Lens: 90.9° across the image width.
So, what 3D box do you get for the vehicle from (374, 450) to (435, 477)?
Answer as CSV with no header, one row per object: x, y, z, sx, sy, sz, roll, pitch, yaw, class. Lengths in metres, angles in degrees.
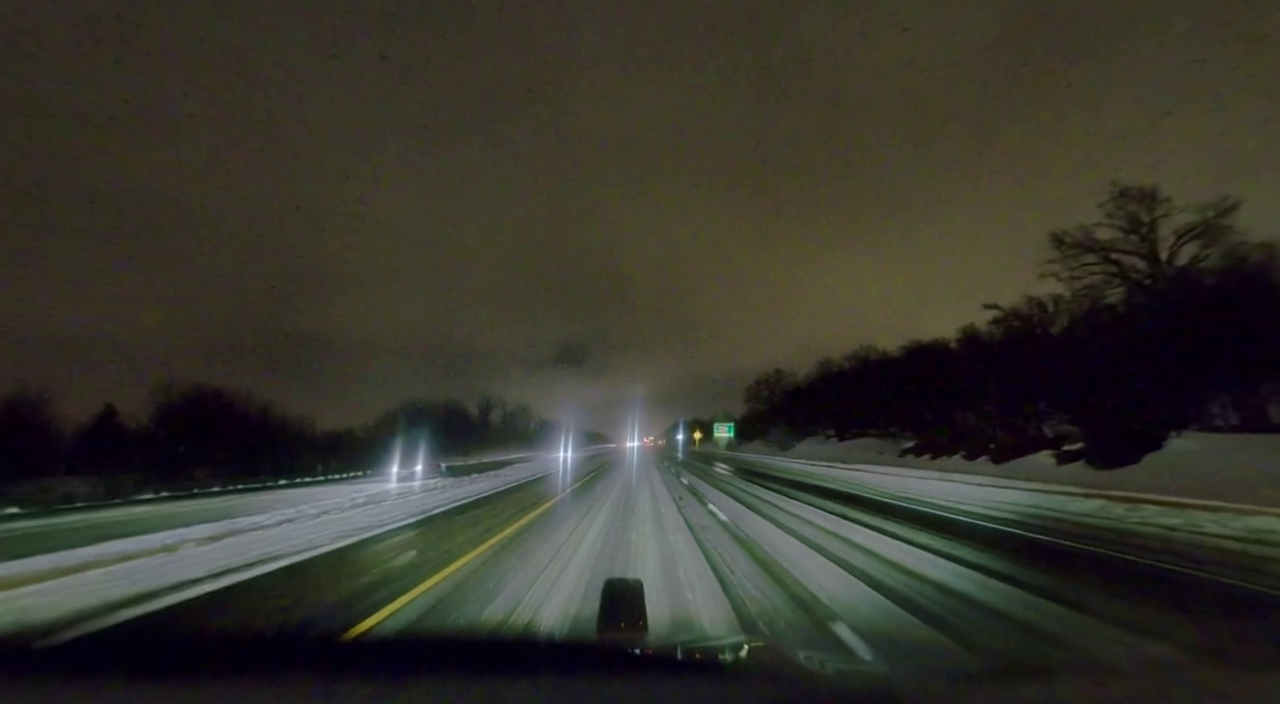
-13.752,6.525,37.135,1.847,1.458,4.352,0,-8,1,vehicle
